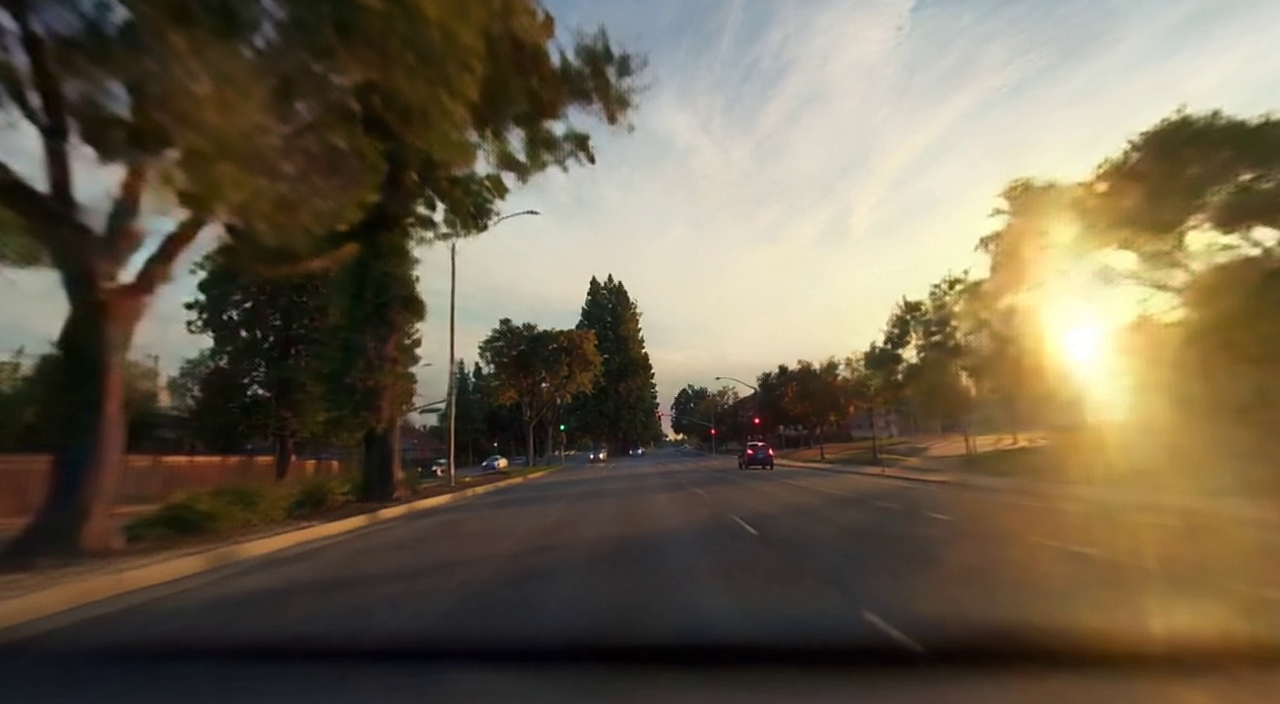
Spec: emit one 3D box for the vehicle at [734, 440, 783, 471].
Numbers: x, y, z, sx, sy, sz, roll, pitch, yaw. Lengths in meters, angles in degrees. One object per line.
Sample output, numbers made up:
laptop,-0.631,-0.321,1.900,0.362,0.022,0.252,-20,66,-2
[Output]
vehicle,6.873,6.055,37.109,2.011,1.710,4.357,0,-9,-1
